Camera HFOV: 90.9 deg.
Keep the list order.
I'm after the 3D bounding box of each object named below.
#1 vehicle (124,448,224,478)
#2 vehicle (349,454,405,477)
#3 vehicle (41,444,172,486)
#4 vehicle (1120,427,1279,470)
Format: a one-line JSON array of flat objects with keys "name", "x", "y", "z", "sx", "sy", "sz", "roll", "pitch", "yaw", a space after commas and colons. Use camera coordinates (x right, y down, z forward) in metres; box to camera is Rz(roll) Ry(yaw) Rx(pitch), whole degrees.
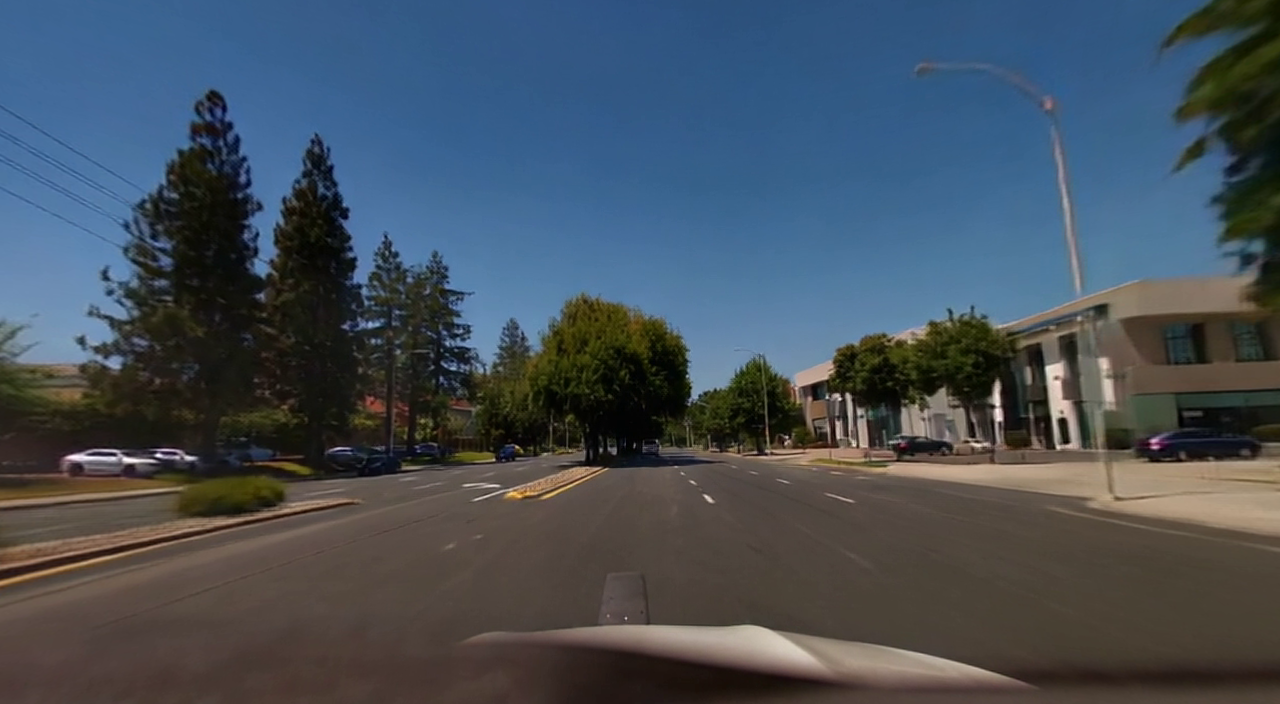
[{"name": "vehicle", "x": -26.815, "y": 6.382, "z": 36.379, "sx": 4.106, "sy": 1.698, "sz": 2.072, "roll": 0, "pitch": -8, "yaw": 2}, {"name": "vehicle", "x": -18.503, "y": 7.973, "z": 44.595, "sx": 1.815, "sy": 1.453, "sz": 4.870, "roll": 0, "pitch": -8, "yaw": 1}, {"name": "vehicle", "x": -26.313, "y": 5.563, "z": 31.356, "sx": 4.633, "sy": 1.923, "sz": 2.074, "roll": 5, "pitch": -10, "yaw": -33}, {"name": "vehicle", "x": 22.247, "y": 3.839, "z": 25.283, "sx": 2.009, "sy": 1.533, "sz": 5.047, "roll": 0, "pitch": -8, "yaw": 0}]
